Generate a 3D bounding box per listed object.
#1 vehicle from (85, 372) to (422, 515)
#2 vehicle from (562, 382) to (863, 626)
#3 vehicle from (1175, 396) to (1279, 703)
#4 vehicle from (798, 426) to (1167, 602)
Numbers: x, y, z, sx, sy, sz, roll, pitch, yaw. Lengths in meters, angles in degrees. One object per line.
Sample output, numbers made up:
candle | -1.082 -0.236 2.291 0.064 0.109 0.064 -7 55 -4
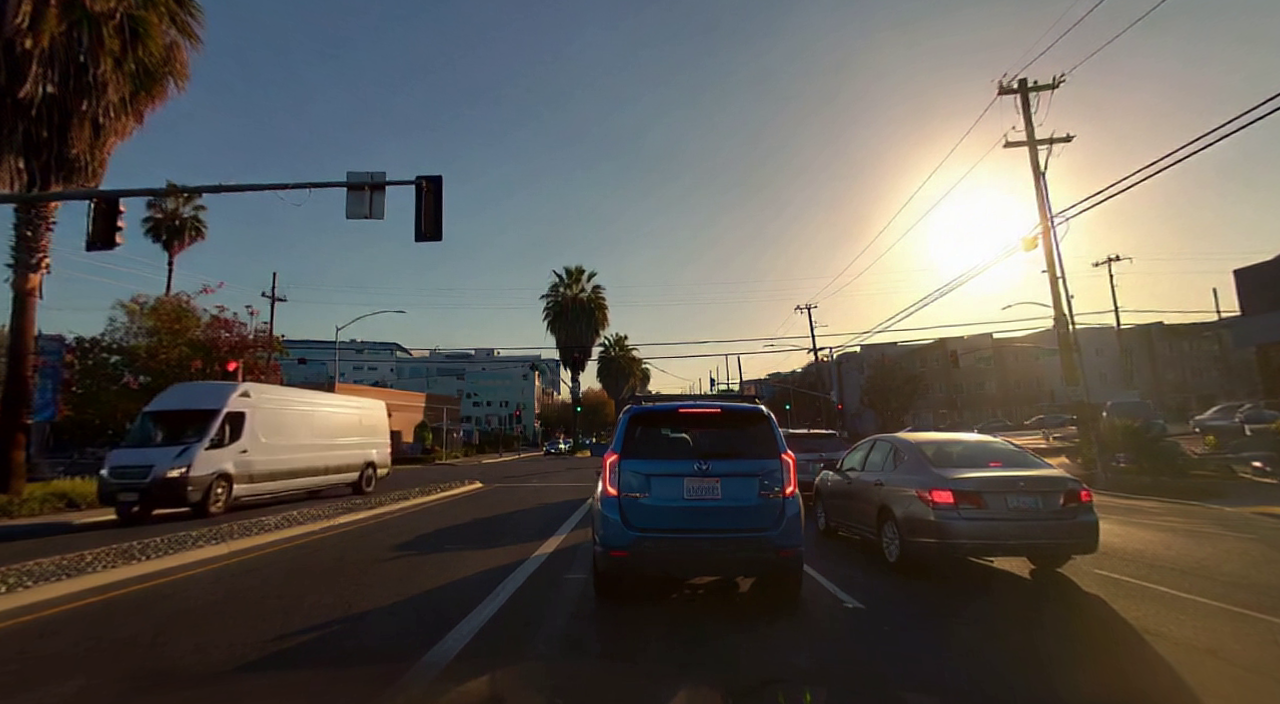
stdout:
vehicle | -12.764 3.367 23.190 2.973 3.889 11.535 -2 -9 14
vehicle | 0.461 1.438 6.880 2.228 1.780 4.269 0 -9 -2
vehicle | 3.365 0.651 0.664 1.805 1.485 4.348 0 -9 1
vehicle | 3.440 1.686 7.503 1.895 1.456 4.255 0 -9 -2
